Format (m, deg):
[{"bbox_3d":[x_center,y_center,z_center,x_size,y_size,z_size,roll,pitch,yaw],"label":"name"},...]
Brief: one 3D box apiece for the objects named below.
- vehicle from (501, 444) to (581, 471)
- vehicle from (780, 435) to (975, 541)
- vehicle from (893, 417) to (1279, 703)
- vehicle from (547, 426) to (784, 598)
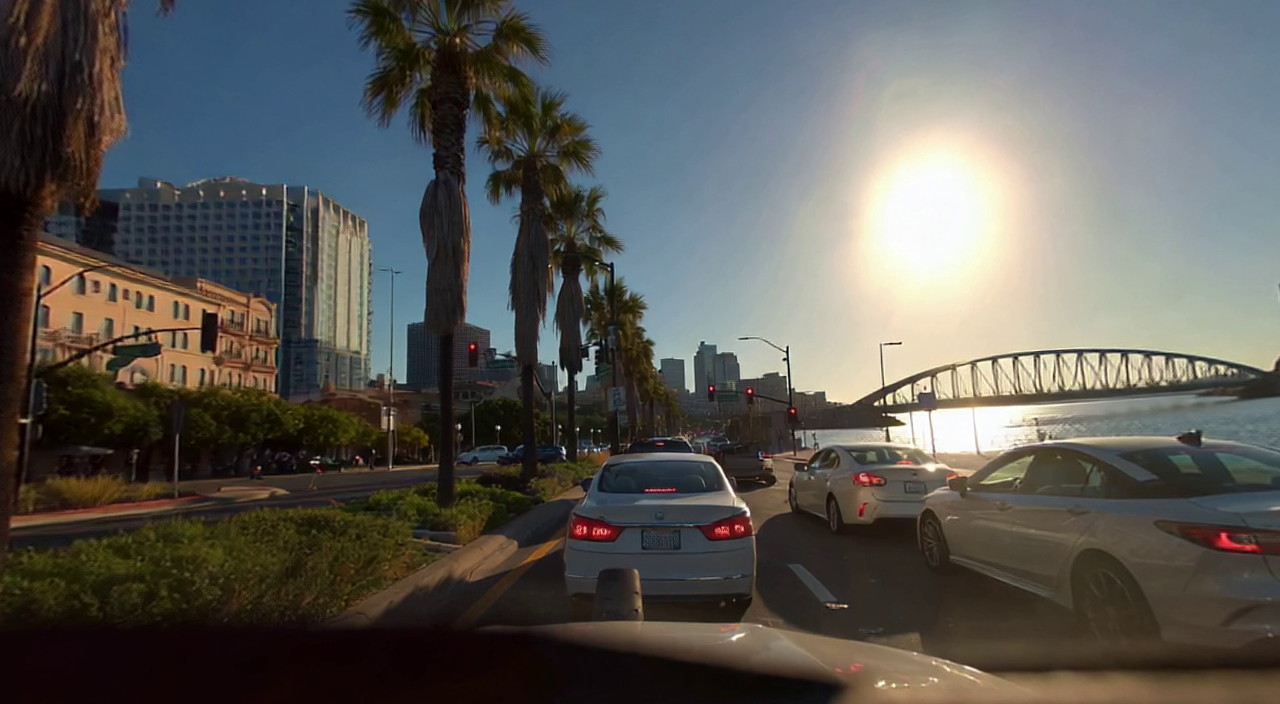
[{"bbox_3d":[-6.142,6.522,39.329,4.495,1.604,2.022,6,-11,-35],"label":"vehicle"},{"bbox_3d":[3.890,2.287,11.309,1.920,1.490,4.417,-1,-9,2],"label":"vehicle"},{"bbox_3d":[3.911,1.366,5.098,1.913,1.469,4.425,0,-9,0],"label":"vehicle"},{"bbox_3d":[0.262,1.704,7.509,2.093,1.503,3.681,0,-9,1],"label":"vehicle"}]
